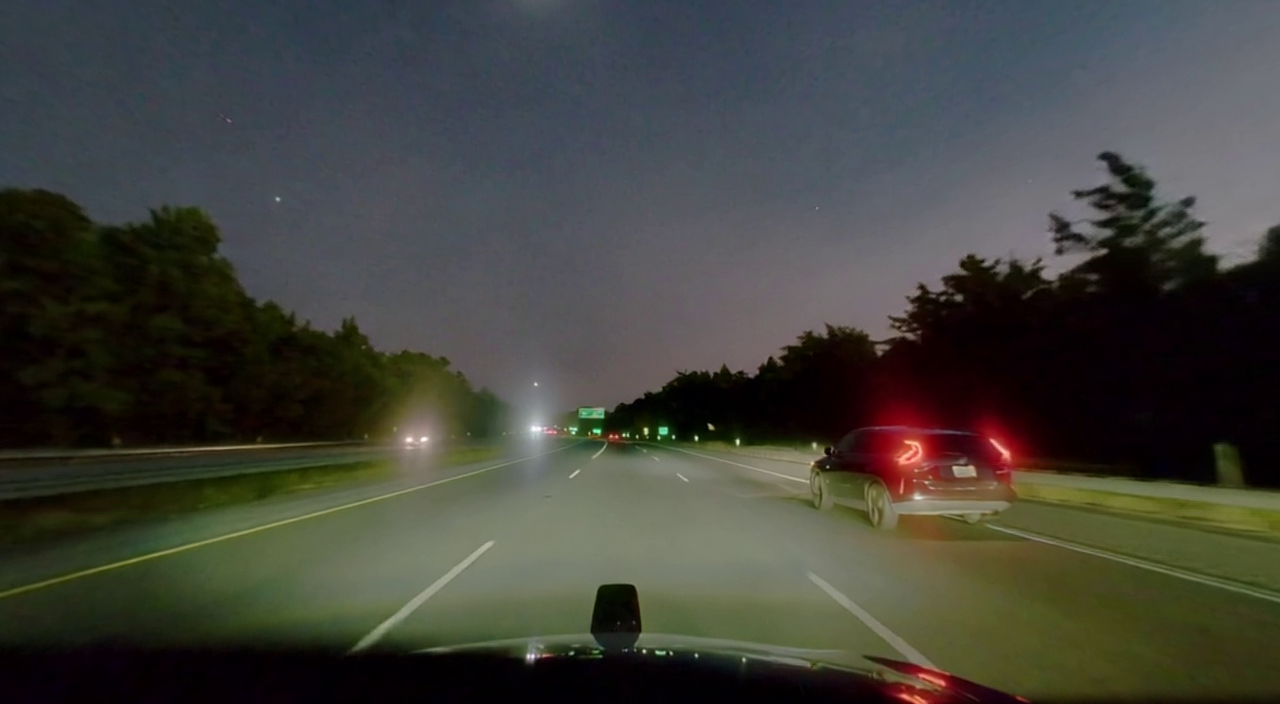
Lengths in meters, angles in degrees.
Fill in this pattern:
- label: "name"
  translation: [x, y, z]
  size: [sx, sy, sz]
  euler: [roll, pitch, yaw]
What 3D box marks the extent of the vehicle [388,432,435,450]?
- label: "vehicle"
  translation: [-17.749, 6.938, 49.150]
  size: [1.957, 1.378, 4.740]
  euler: [0, -8, -1]
